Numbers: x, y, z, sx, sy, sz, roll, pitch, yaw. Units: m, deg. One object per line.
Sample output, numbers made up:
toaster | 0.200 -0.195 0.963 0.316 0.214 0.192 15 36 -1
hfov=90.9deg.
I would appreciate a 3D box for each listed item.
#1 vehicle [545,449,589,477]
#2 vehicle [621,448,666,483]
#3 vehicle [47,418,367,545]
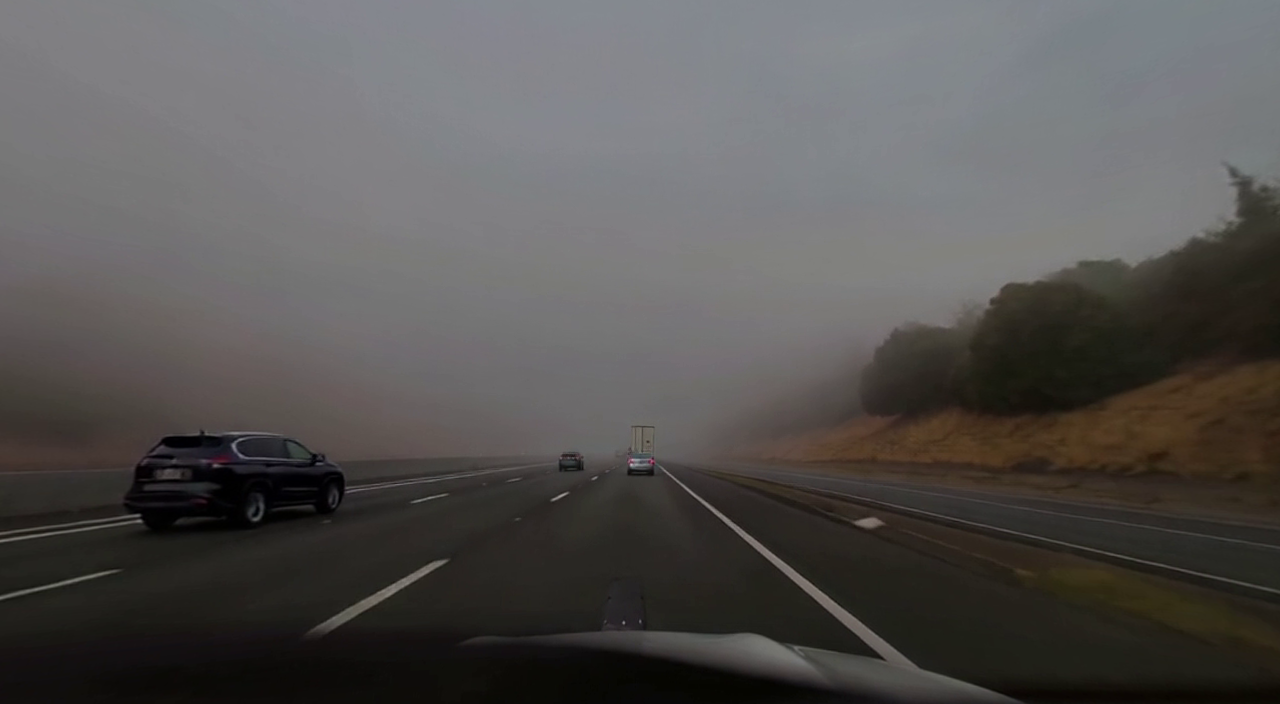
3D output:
vehicle | -4.182 6.403 36.636 2.018 1.504 4.431 0 -9 0
vehicle | 0.121 5.252 29.371 1.991 1.507 3.391 0 -9 -1
vehicle | -7.599 2.337 12.084 2.316 1.875 5.337 0 -9 0
